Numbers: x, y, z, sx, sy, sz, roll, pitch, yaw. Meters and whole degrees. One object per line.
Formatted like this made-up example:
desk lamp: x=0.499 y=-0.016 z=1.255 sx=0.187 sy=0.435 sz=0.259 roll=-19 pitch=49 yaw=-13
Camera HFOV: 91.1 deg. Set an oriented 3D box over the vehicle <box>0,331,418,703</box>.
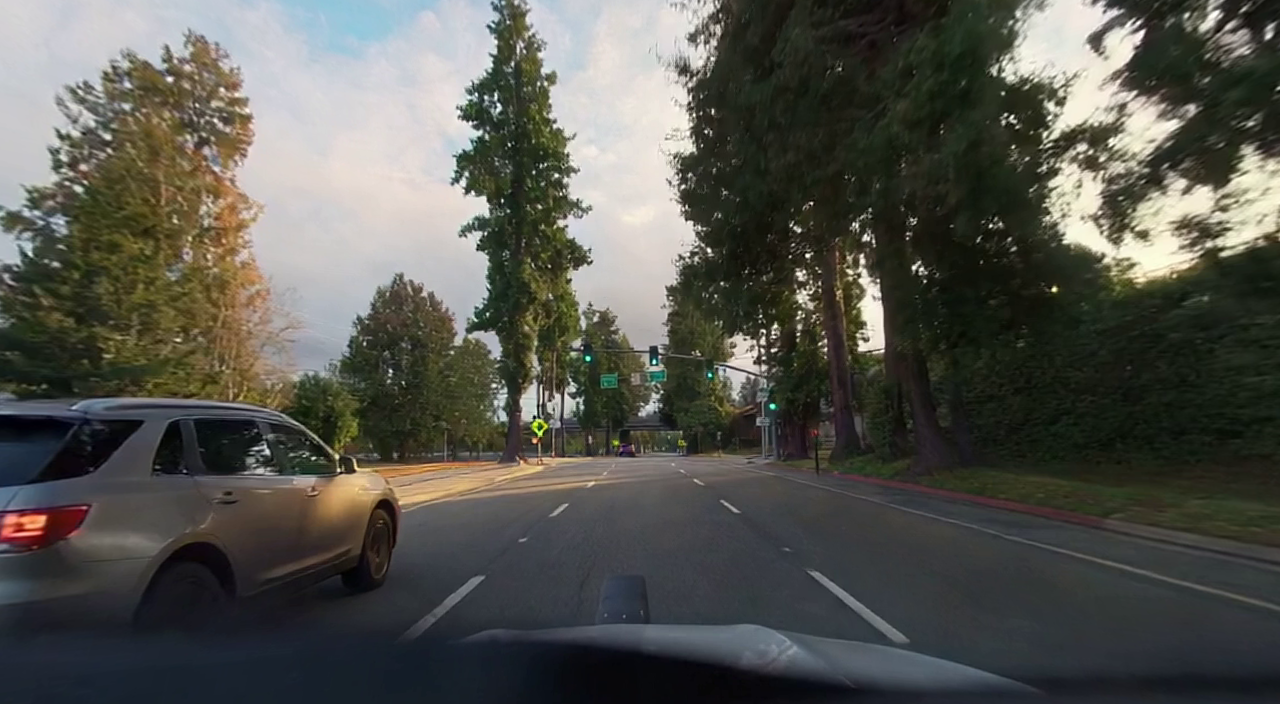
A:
vehicle: x=-3.138 y=1.054 z=3.929 sx=1.882 sy=1.704 sz=4.335 roll=0 pitch=-8 yaw=0
